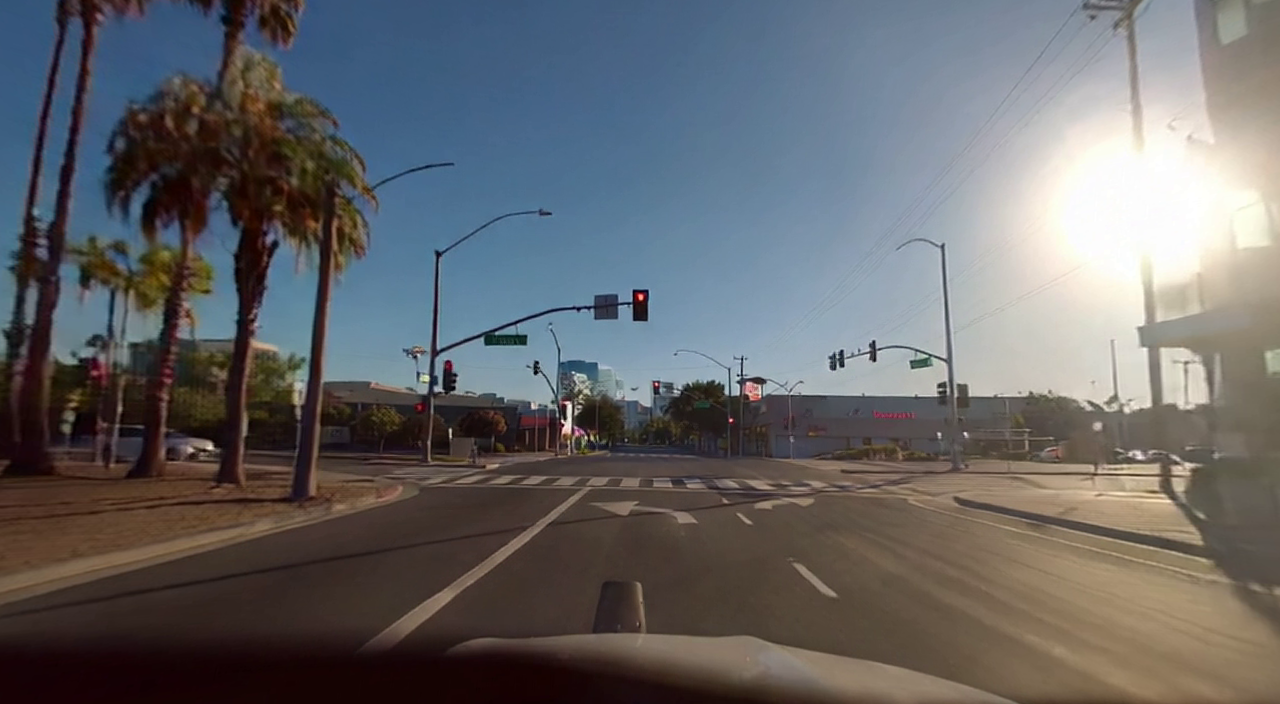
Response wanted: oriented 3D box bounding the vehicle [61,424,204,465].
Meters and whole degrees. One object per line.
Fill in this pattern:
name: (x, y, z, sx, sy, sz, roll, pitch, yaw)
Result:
vehicle: (-21.852, 4.011, 27.337, 4.350, 1.624, 2.023, 0, -8, -1)
